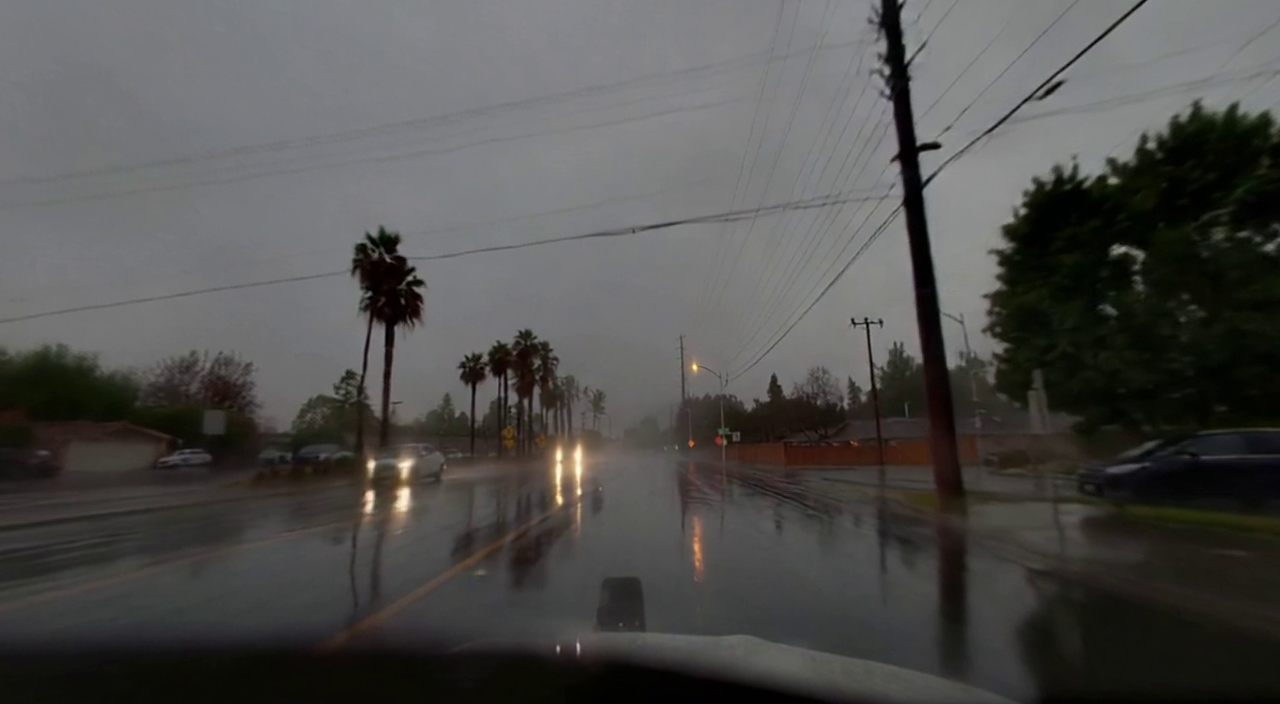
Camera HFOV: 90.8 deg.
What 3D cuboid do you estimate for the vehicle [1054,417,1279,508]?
[{"bbox_3d":[12.591,2.283,13.287,5.981,1.680,2.327,-2,-10,3],"label":"vehicle"}]

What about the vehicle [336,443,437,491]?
[{"bbox_3d":[-9.752,4.434,24.755,1.976,1.706,4.409,0,-9,2],"label":"vehicle"}]

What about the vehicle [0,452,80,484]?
[{"bbox_3d":[-38.599,7.263,39.639,4.646,1.880,1.886,3,-9,-23],"label":"vehicle"}]
